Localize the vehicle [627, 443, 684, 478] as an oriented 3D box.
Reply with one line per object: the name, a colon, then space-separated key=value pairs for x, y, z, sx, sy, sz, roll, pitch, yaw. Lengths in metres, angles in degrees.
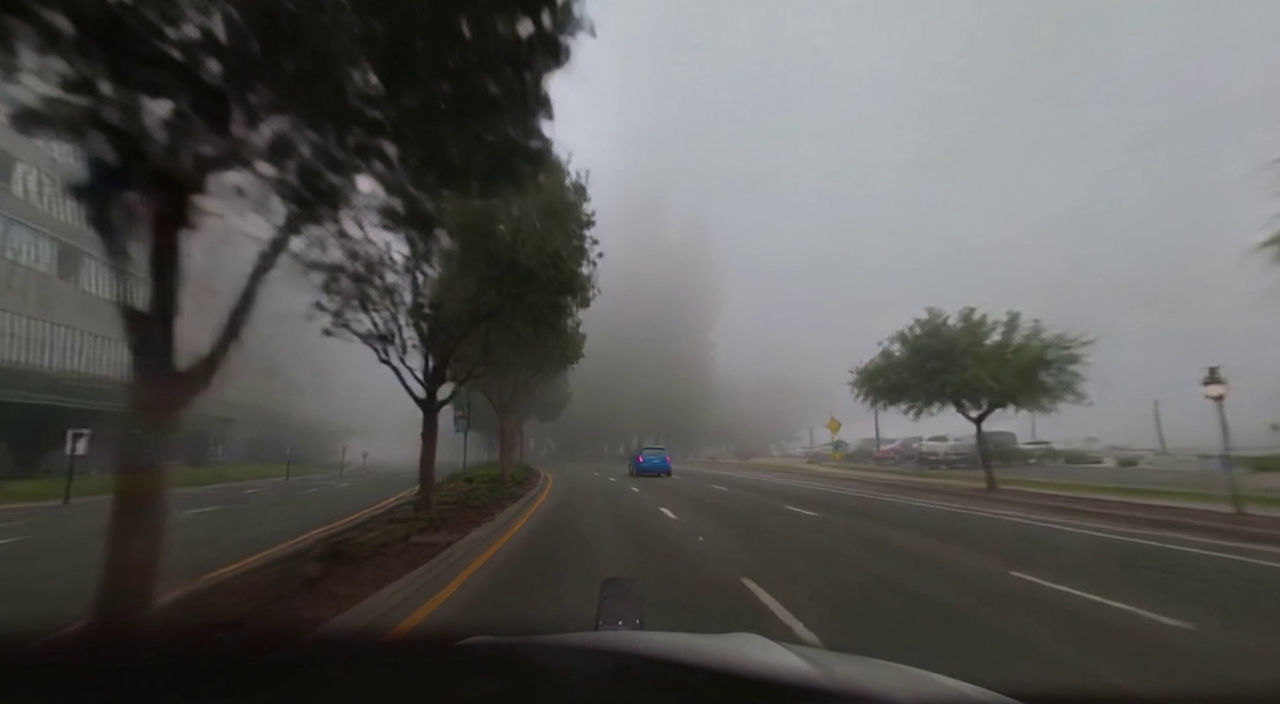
vehicle: x=0.709 y=5.502 z=32.274 sx=2.165 sy=1.633 sz=4.381 roll=1 pitch=-9 yaw=-8
